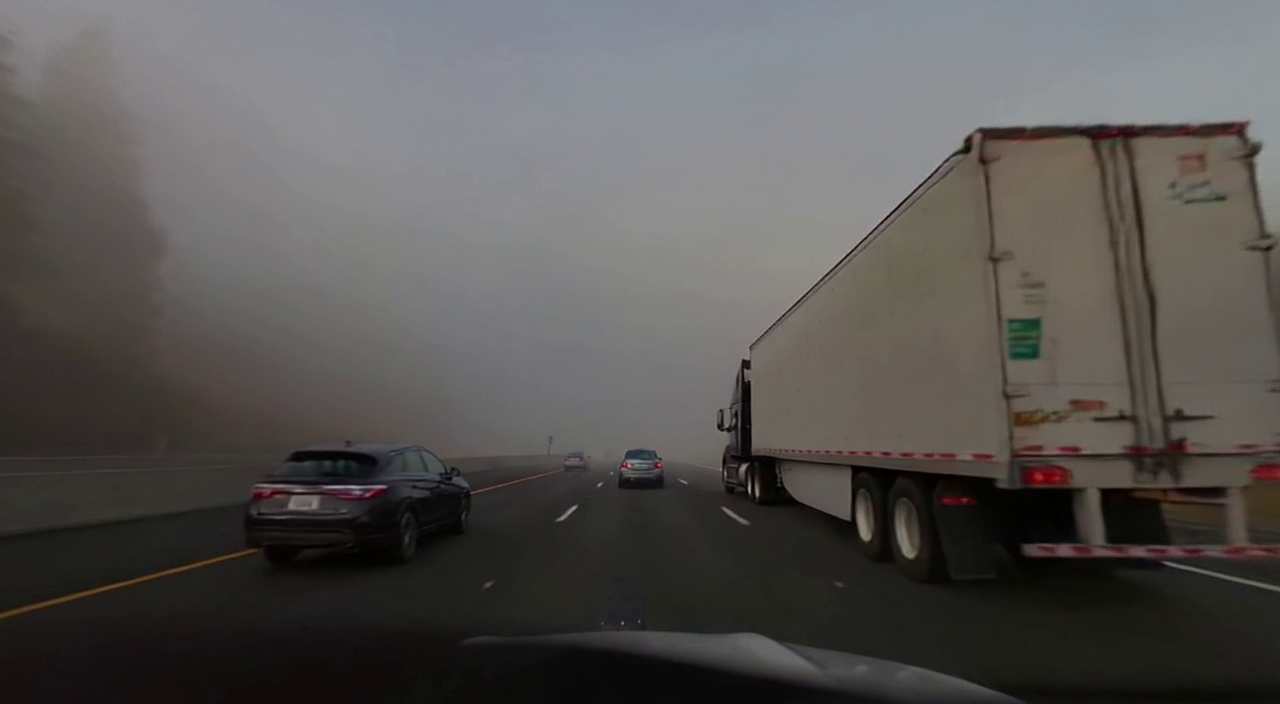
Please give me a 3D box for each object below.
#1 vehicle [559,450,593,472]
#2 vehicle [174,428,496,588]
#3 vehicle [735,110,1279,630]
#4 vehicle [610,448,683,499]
[{"bbox_3d":[-4.494,7.728,44.924,2.017,1.460,4.382,0,-9,-1],"label":"vehicle"},{"bbox_3d":[-3.569,1.910,8.563,2.153,1.581,4.375,0,-9,0],"label":"vehicle"},{"bbox_3d":[4.455,1.119,12.034,2.905,4.109,14.332,0,-9,-1],"label":"vehicle"},{"bbox_3d":[0.149,3.703,19.557,2.023,1.400,4.028,0,-9,-1],"label":"vehicle"}]
